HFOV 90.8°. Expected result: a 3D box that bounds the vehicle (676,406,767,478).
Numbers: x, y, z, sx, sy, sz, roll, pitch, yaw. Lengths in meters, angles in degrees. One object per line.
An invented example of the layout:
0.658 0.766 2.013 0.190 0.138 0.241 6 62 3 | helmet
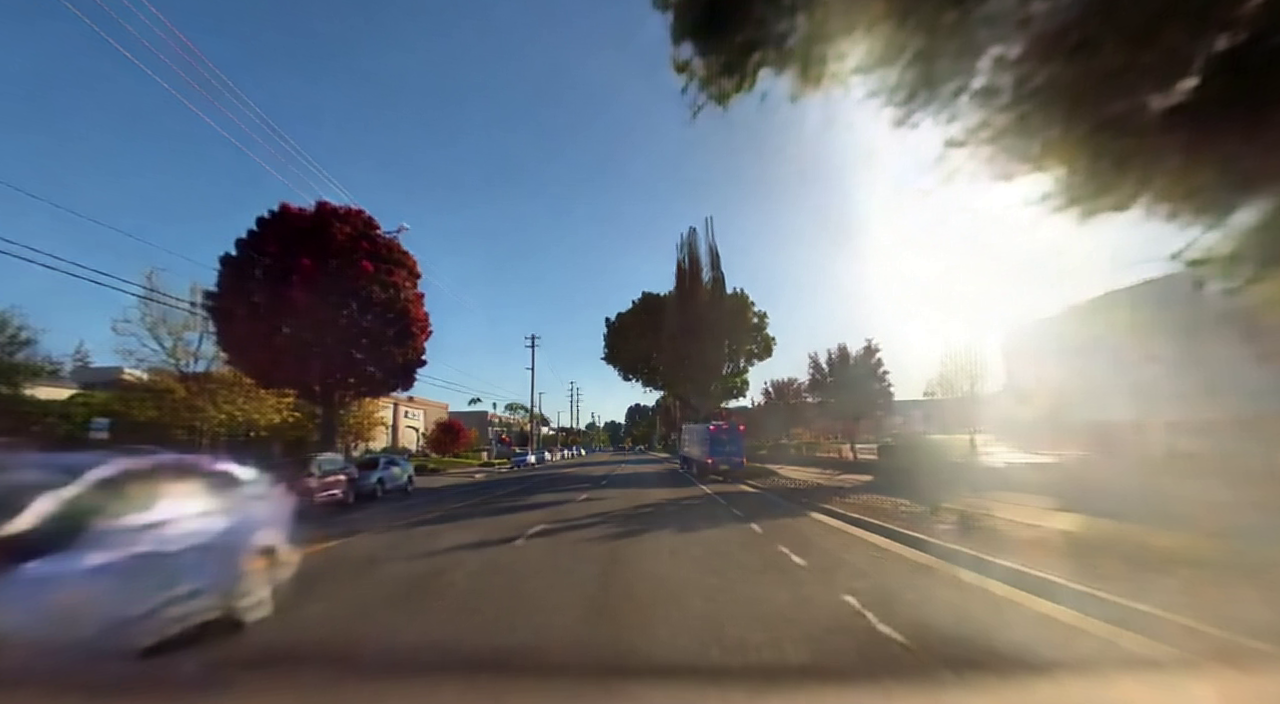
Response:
3.809 4.649 32.291 3.168 3.106 9.350 0 -9 -2 | vehicle

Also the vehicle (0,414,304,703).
-3.992 1.138 3.441 2.042 1.530 3.980 0 -9 1 | vehicle

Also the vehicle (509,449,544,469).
-8.582 8.145 48.240 1.939 1.480 4.632 0 -9 -2 | vehicle
